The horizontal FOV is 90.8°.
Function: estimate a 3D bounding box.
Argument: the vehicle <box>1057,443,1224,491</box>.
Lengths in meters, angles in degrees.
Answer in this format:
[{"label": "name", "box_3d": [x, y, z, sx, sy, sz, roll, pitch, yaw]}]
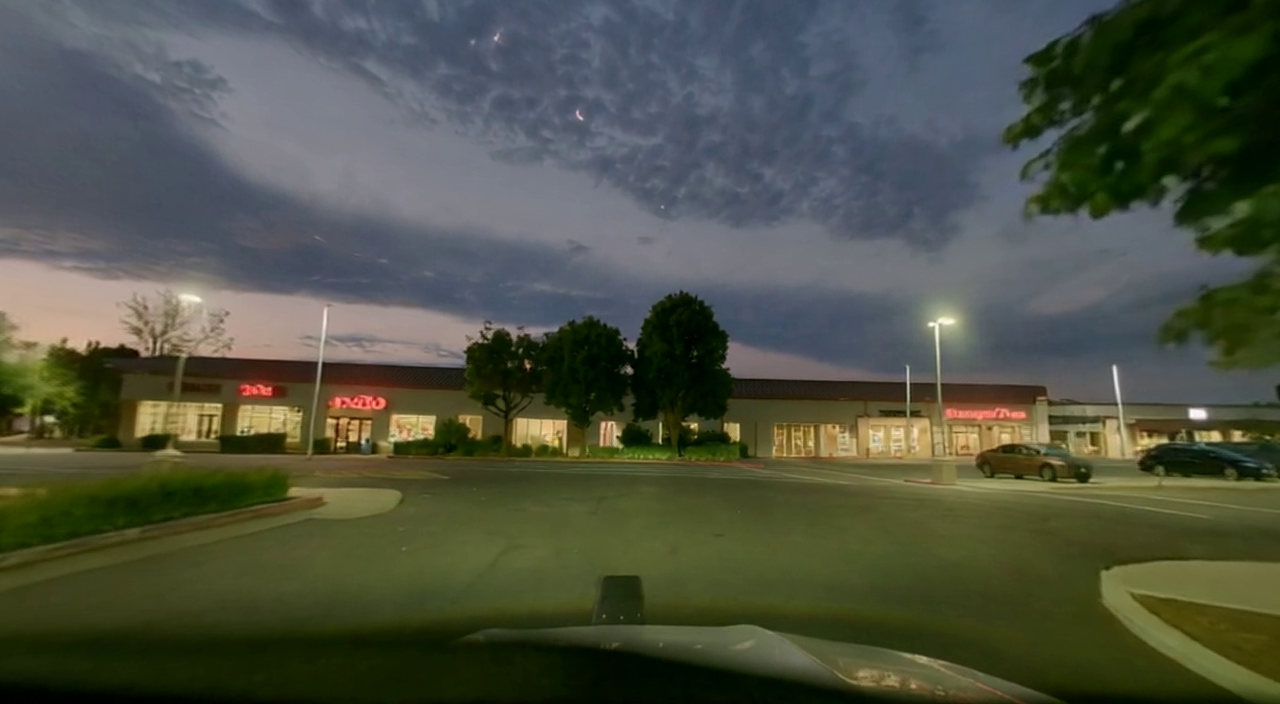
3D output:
[{"label": "vehicle", "box_3d": [17.599, 4.026, 22.621, 1.804, 1.502, 4.815, 1, -8, -4]}]

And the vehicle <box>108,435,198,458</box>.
[{"label": "vehicle", "box_3d": [-31.646, 6.141, 41.210, 4.431, 1.449, 1.808, 6, -10, -33]}]

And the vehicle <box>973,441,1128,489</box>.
[{"label": "vehicle", "box_3d": [14.322, 3.923, 22.516, 2.140, 1.507, 4.856, 0, -8, -2]}]
